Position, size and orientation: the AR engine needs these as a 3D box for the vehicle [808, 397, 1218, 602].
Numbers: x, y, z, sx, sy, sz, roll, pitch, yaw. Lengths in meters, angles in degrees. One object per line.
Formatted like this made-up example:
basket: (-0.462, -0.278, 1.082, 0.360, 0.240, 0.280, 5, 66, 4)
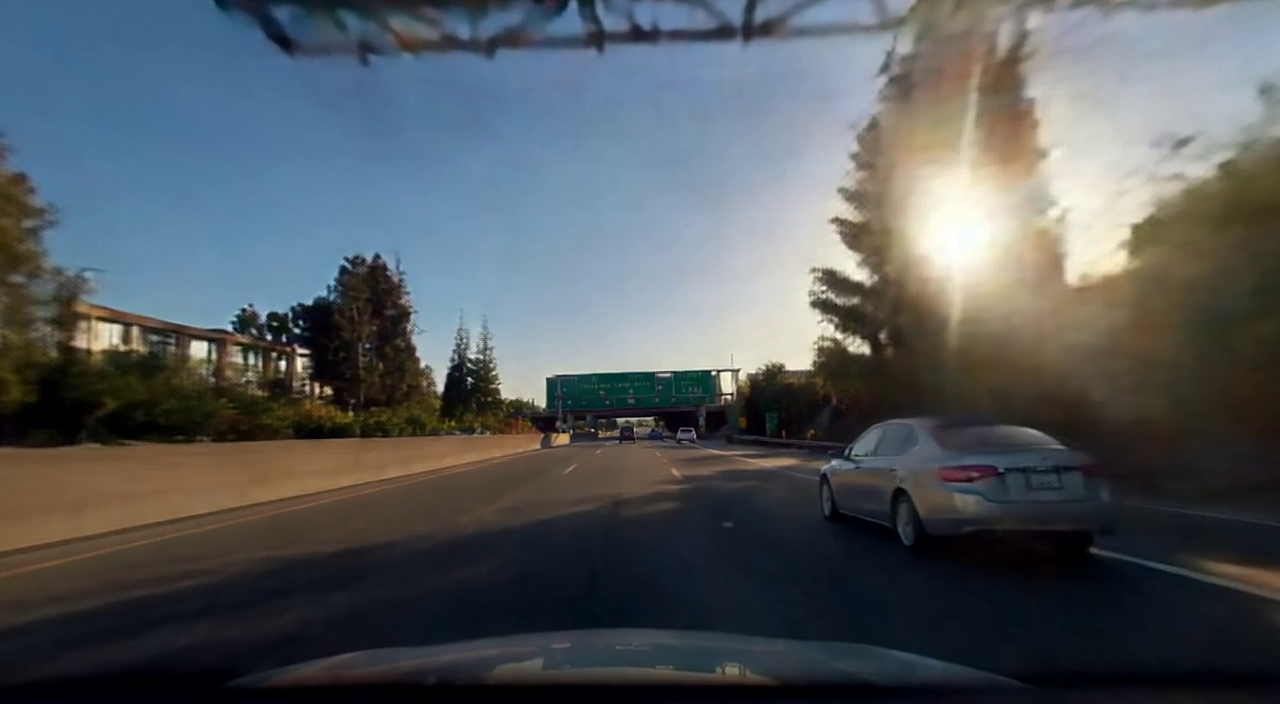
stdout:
vehicle: (3.423, 1.404, 6.890, 1.973, 1.563, 3.959, 0, -8, -2)
